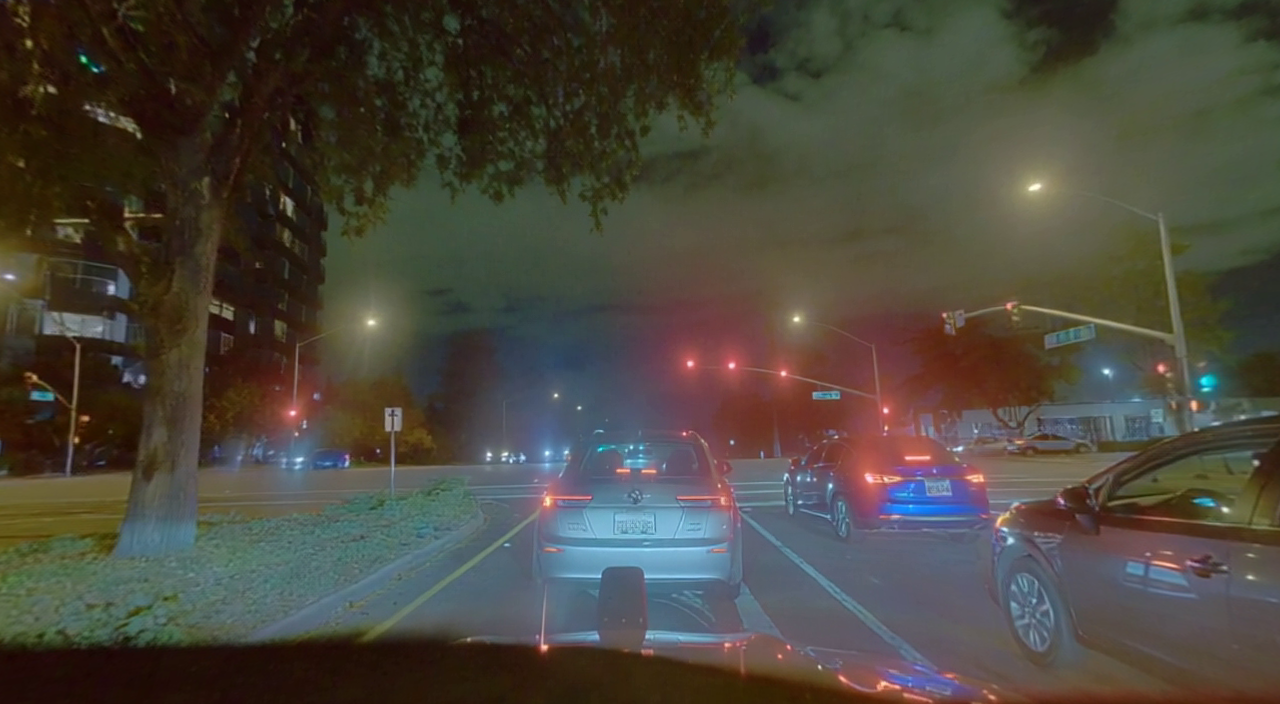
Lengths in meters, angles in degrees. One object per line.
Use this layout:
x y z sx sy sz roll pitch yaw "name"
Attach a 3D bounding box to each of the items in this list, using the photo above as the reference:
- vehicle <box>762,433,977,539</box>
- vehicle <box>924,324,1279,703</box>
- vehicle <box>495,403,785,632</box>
3.699 2.255 11.293 2.054 1.482 4.654 0 -9 -1 "vehicle"
3.725 0.929 3.424 2.162 1.829 4.519 0 -9 -1 "vehicle"
-0.014 1.476 6.508 2.074 1.631 3.793 0 -9 0 "vehicle"
